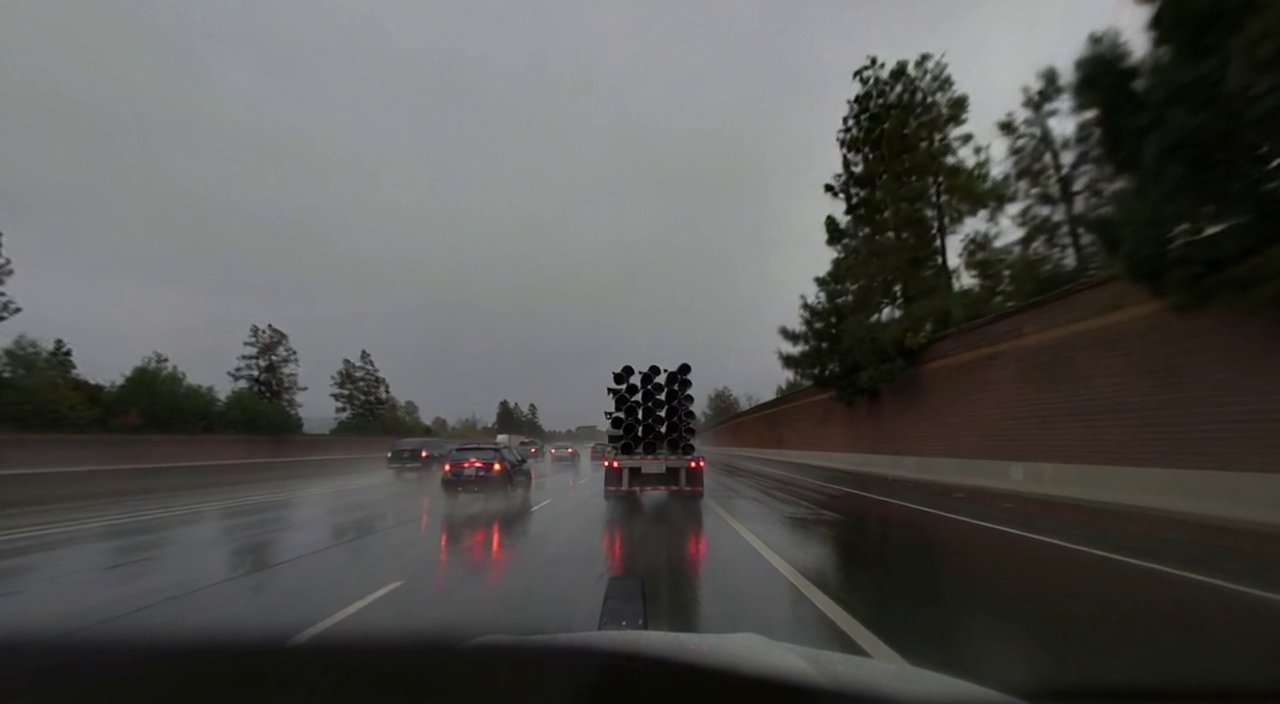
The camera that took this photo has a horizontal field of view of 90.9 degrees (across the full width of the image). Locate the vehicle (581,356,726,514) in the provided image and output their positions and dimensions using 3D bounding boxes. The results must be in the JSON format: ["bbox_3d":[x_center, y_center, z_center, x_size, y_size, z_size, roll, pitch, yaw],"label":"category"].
[{"bbox_3d":[0.305,2.223,16.607,2.798,3.071,8.412,0,-8,1],"label":"vehicle"}]

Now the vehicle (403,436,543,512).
[{"bbox_3d":[-3.664,2.758,14.834,1.974,1.475,4.538,0,-8,1],"label":"vehicle"}]
